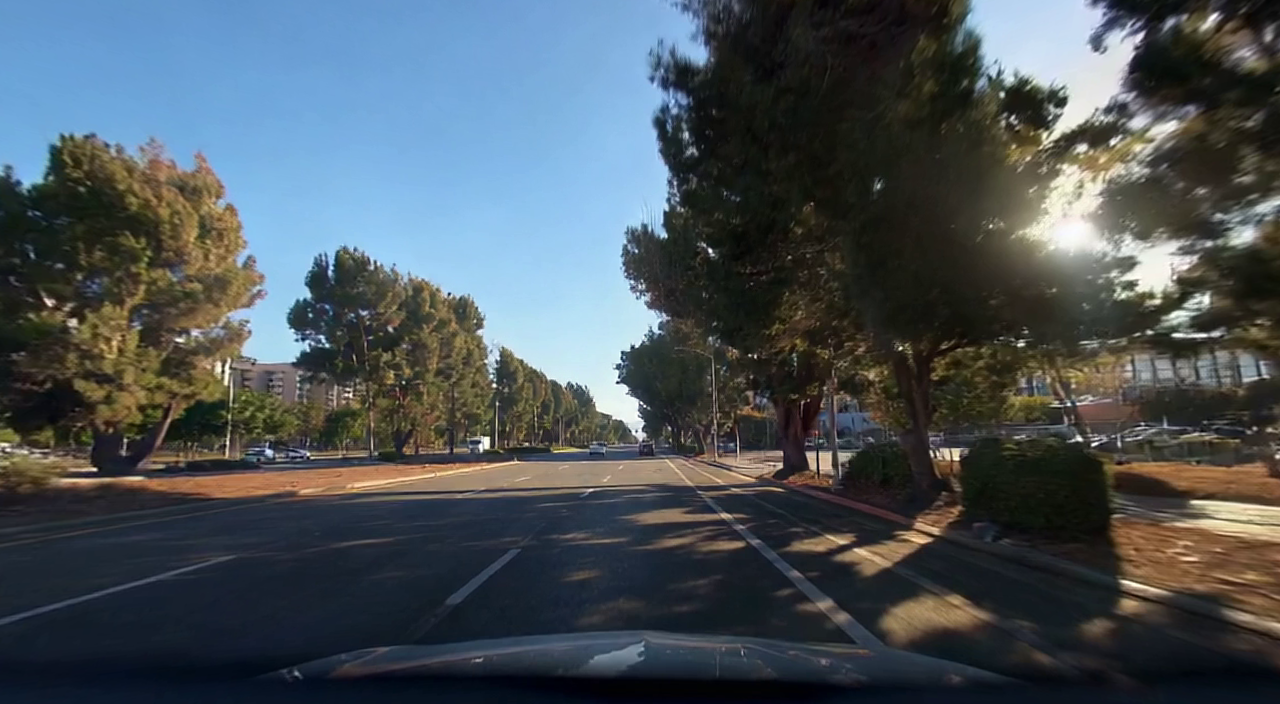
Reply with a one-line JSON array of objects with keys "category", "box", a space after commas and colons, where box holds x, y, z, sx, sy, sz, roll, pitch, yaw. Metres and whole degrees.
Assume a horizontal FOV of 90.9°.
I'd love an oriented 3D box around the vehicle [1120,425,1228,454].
[{"category": "vehicle", "box": [34.374, 5.662, 40.697, 4.863, 1.801, 2.160, -1, -8, 3]}]
